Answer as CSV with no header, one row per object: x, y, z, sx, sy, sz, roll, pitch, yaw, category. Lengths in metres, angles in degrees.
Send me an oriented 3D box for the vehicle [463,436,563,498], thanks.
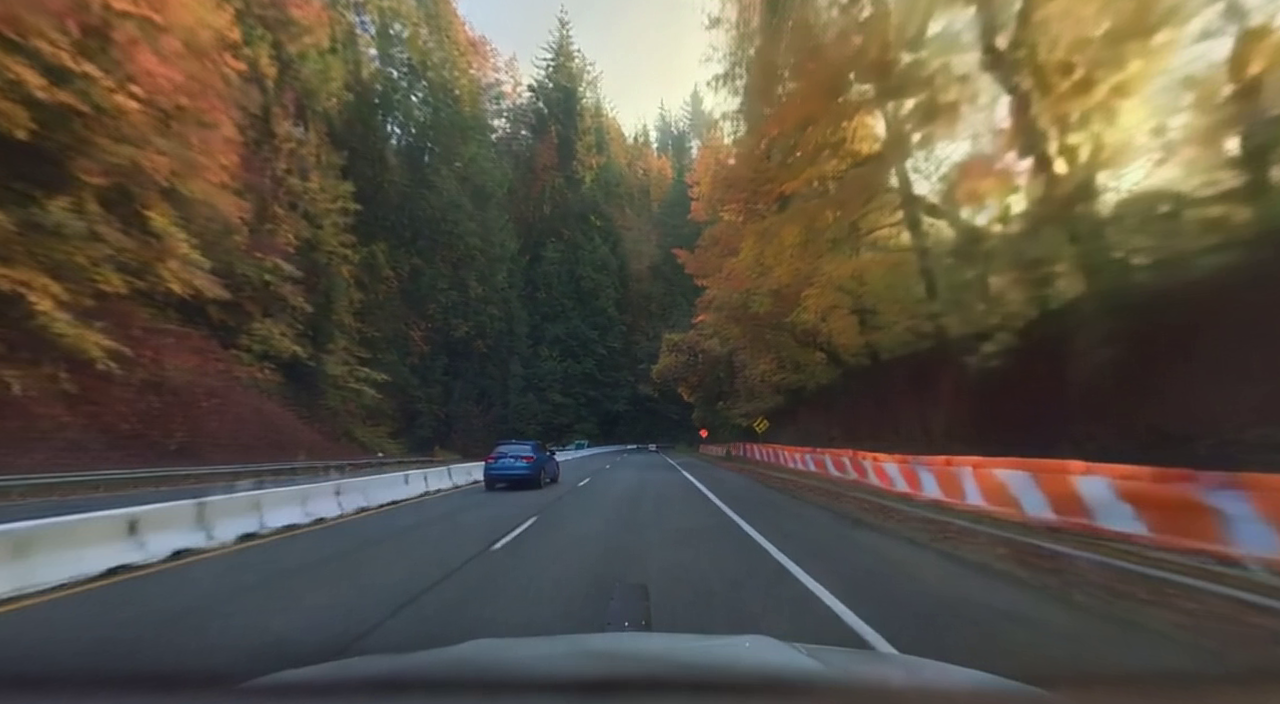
-3.374,3.136,17.532,1.902,1.505,4.016,0,-8,1,vehicle
